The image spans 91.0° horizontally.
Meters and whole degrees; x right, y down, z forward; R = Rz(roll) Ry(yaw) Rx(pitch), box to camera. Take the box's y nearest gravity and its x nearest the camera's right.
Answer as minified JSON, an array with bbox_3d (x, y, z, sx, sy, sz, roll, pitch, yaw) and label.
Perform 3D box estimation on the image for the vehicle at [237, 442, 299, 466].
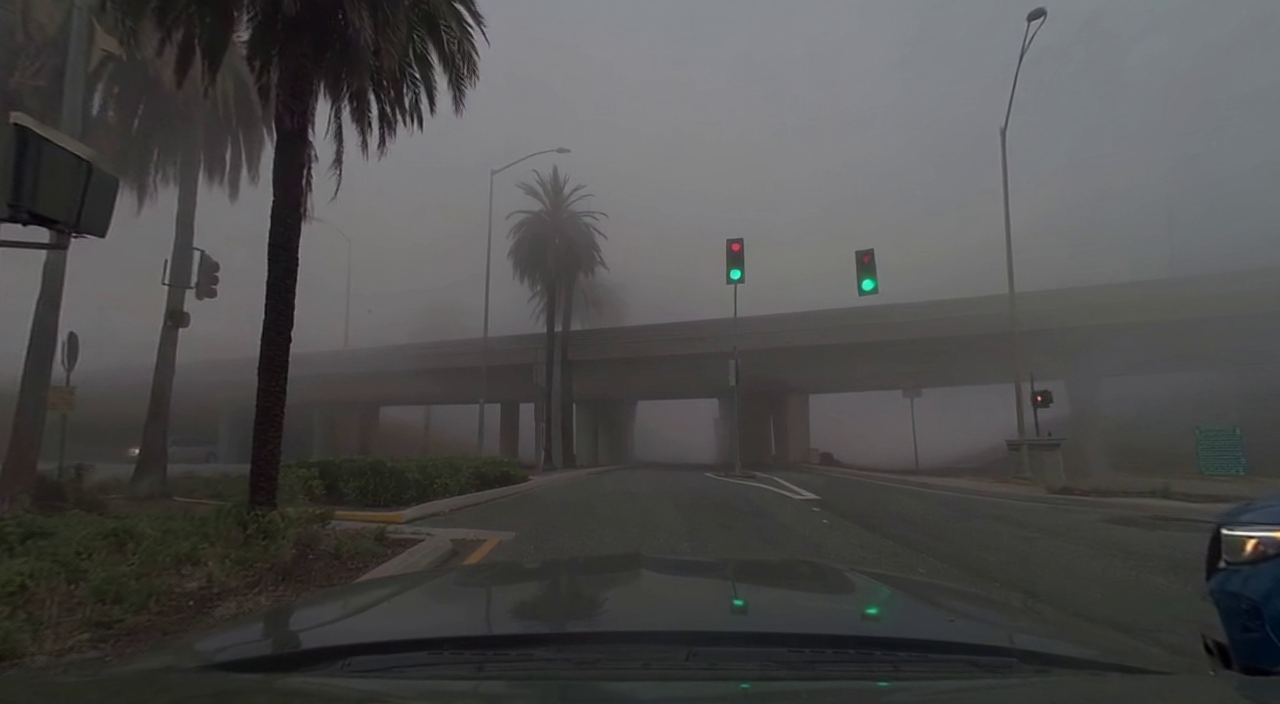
[{"bbox_3d":[-26.287,7.193,44.613,1.941,1.631,4.017,0,-9,0],"label":"vehicle"}]

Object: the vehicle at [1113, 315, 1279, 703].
[{"bbox_3d":[3.445,0.508,0.774,2.028,1.770,4.737,0,-9,0],"label":"vehicle"}]

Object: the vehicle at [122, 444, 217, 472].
[{"bbox_3d":[-26.573,5.983,35.768,1.830,1.443,4.551,0,-9,1],"label":"vehicle"}]
